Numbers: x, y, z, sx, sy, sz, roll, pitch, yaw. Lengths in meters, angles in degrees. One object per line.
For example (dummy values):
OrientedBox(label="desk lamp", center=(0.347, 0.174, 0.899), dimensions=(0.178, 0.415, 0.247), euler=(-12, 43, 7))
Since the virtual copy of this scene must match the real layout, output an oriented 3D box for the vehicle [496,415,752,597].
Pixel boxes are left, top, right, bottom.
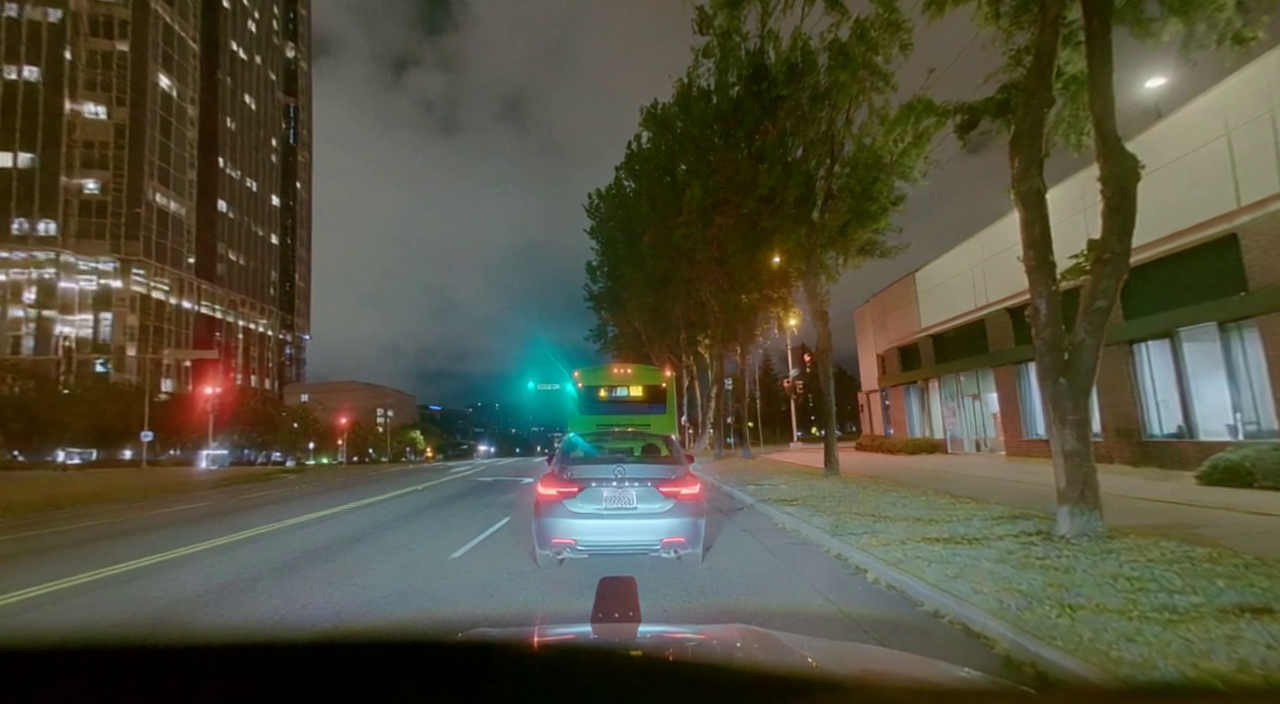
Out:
OrientedBox(label="vehicle", center=(-0.181, 1.508, 7.109), dimensions=(2.064, 1.452, 3.942), euler=(0, -8, -2))
